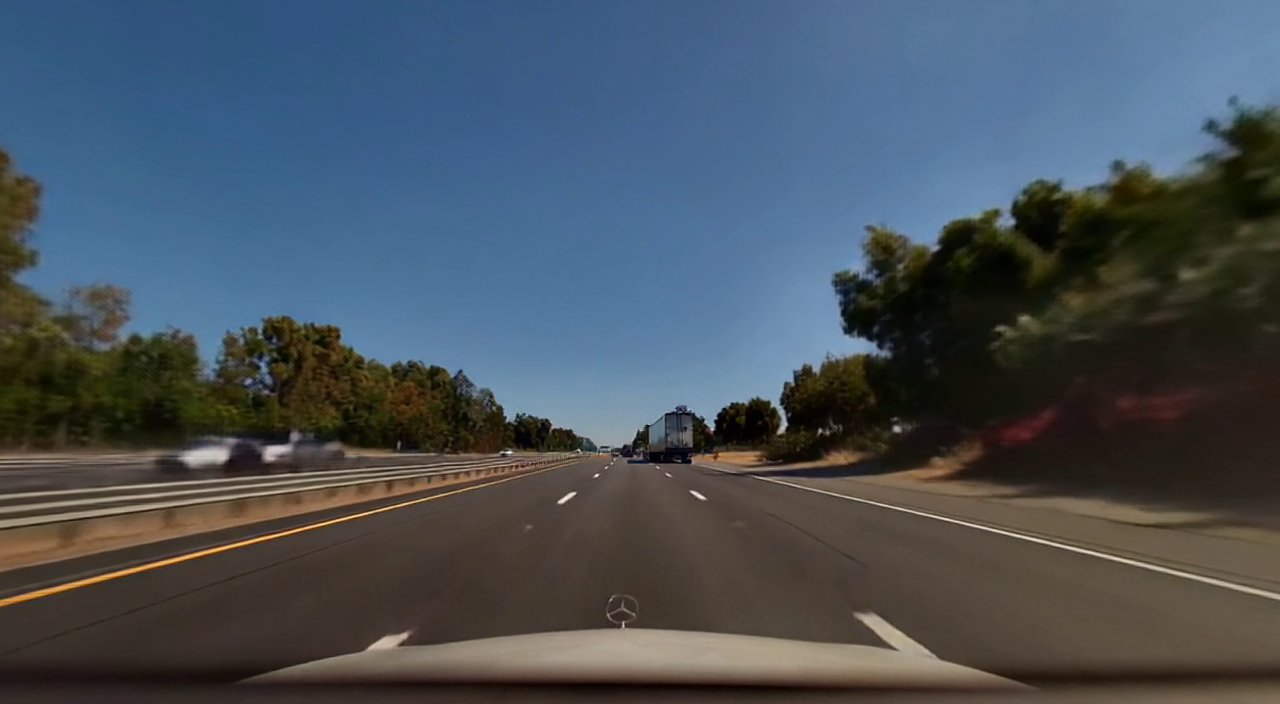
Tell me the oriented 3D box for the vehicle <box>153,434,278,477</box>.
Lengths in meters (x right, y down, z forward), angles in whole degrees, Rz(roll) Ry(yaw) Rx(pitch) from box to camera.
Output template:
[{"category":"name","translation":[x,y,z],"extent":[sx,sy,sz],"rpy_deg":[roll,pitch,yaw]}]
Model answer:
[{"category":"vehicle","translation":[-16.314,3.999,24.529],"extent":[1.954,1.495,4.177],"rpy_deg":[0,-9,-1]}]

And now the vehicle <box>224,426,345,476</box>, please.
[{"category":"vehicle","translation":[-12.525,3.541,22.580],"extent":[1.927,1.632,4.163],"rpy_deg":[0,-9,-1]}]
